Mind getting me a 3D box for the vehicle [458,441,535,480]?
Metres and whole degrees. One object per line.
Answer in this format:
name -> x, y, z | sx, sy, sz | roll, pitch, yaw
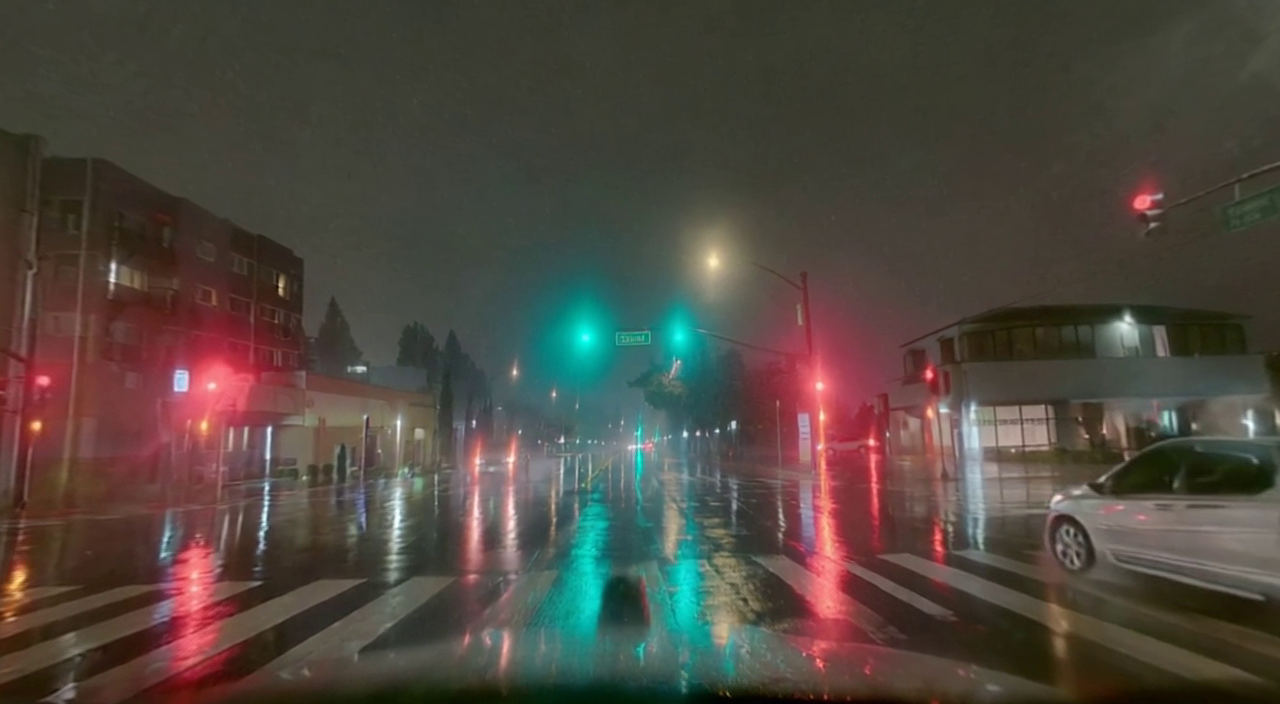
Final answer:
vehicle -> -5.892, 4.498, 26.487 | 2.127, 1.473, 4.428 | 0, -8, 1
